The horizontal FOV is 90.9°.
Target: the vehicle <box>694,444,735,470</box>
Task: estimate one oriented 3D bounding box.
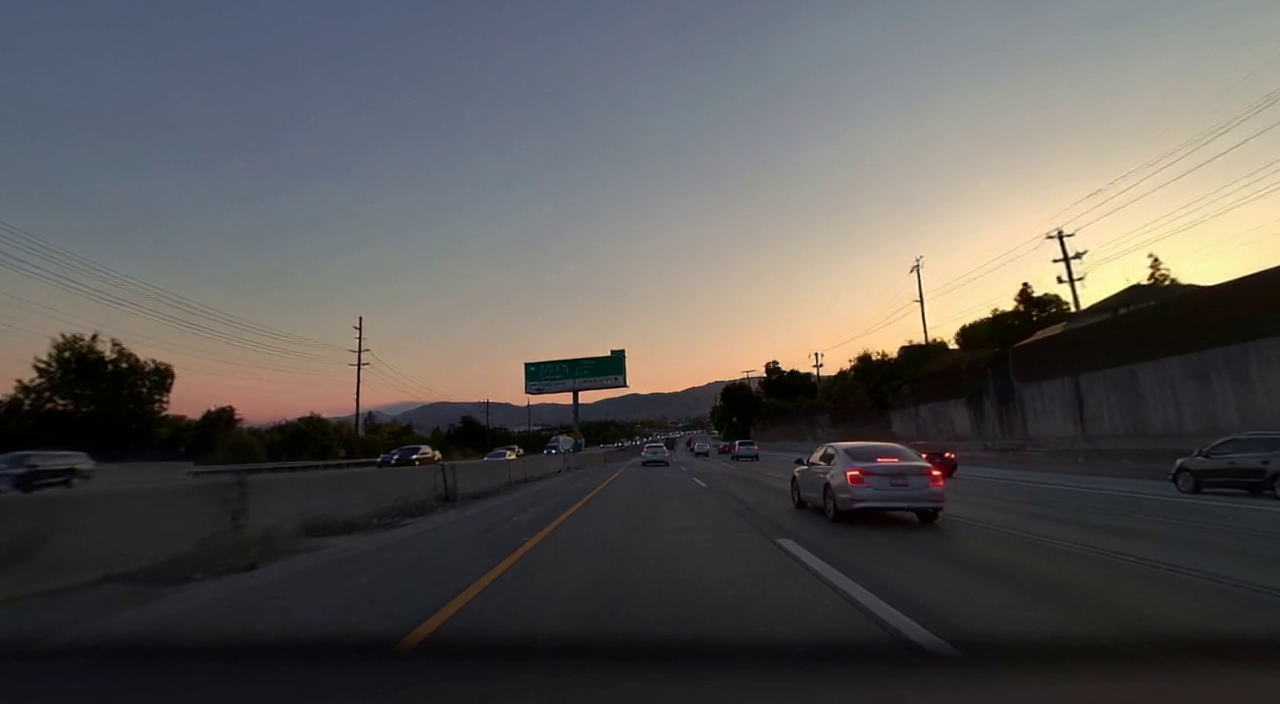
[{"bbox_3d":[4.351,6.195,37.370,1.936,1.465,4.060,0,-8,0],"label":"vehicle"}]

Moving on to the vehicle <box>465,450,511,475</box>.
[{"bbox_3d":[-9.974,7.255,41.689,1.854,1.471,4.412,0,-8,2],"label":"vehicle"}]

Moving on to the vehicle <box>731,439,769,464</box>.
[{"bbox_3d":[8.255,7.524,47.788,2.041,1.821,4.562,0,-8,0],"label":"vehicle"}]

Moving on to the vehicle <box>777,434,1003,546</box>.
[{"bbox_3d":[3.852,2.180,10.738,1.986,1.478,4.429,0,-8,0],"label":"vehicle"}]

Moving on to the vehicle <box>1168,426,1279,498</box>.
[{"bbox_3d":[15.910,2.674,15.452,1.932,1.660,4.583,0,-8,0],"label":"vehicle"}]

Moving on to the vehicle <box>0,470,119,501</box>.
[{"bbox_3d":[-20.645,4.356,20.585,2.456,0.778,5.571,0,-8,2],"label":"vehicle"}]

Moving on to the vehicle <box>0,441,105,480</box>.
[{"bbox_3d":[-20.673,3.560,20.903,1.767,1.188,4.702,0,-8,0],"label":"vehicle"}]

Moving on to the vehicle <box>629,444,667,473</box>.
[{"bbox_3d":[0.472,6.021,35.941,2.042,1.581,3.769,0,-8,1],"label":"vehicle"}]

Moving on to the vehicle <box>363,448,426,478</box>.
[{"bbox_3d":[-15.178,6.861,39.310,2.011,1.768,4.345,0,-8,3],"label":"vehicle"}]
